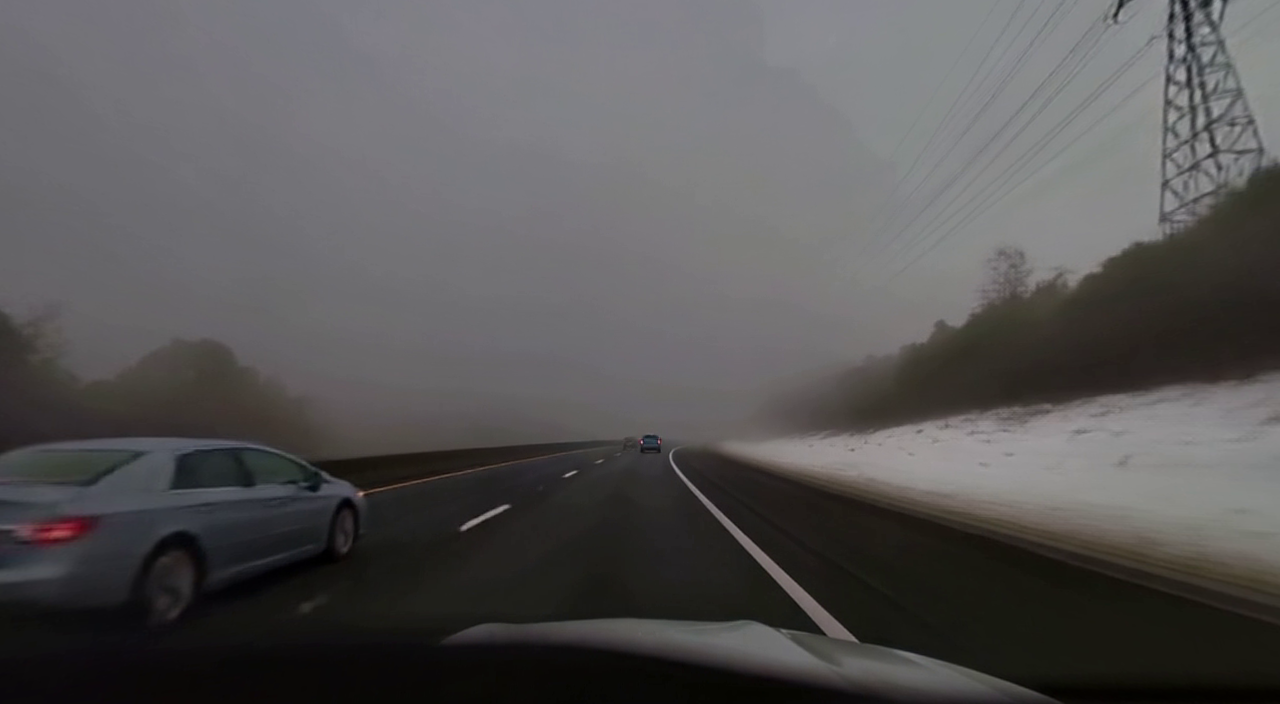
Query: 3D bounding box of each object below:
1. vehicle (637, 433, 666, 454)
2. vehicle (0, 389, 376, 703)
[{"bbox_3d":[0.942,6.931,47.683,2.077,1.523,4.206,0,-8,3],"label":"vehicle"},{"bbox_3d":[-3.800,1.162,4.455,2.030,1.522,4.250,0,-8,-1],"label":"vehicle"}]
